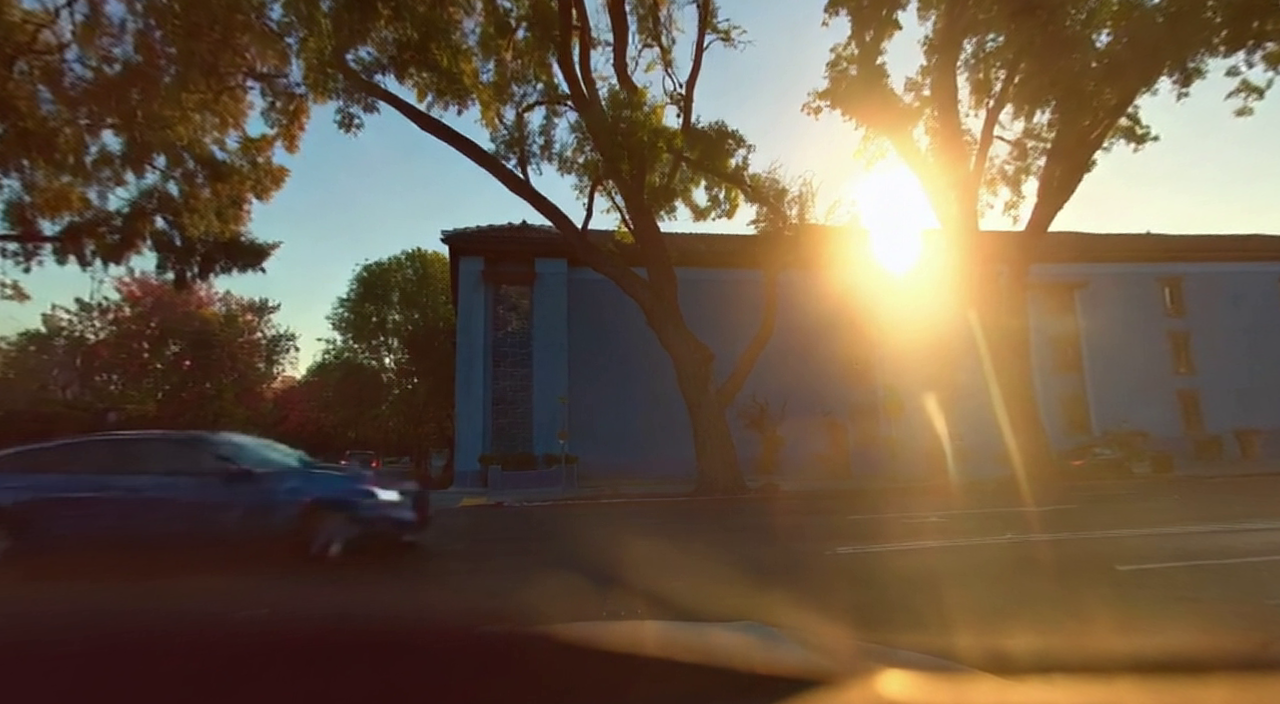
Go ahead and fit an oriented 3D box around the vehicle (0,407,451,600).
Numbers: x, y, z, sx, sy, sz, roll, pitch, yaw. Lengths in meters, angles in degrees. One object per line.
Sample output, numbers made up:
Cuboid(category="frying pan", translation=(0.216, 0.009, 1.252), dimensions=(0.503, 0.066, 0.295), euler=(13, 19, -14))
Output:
Cuboid(category="vehicle", translation=(-4.580, 1.551, 7.053), dimensions=(4.557, 1.677, 2.337), euler=(2, -9, -13))
